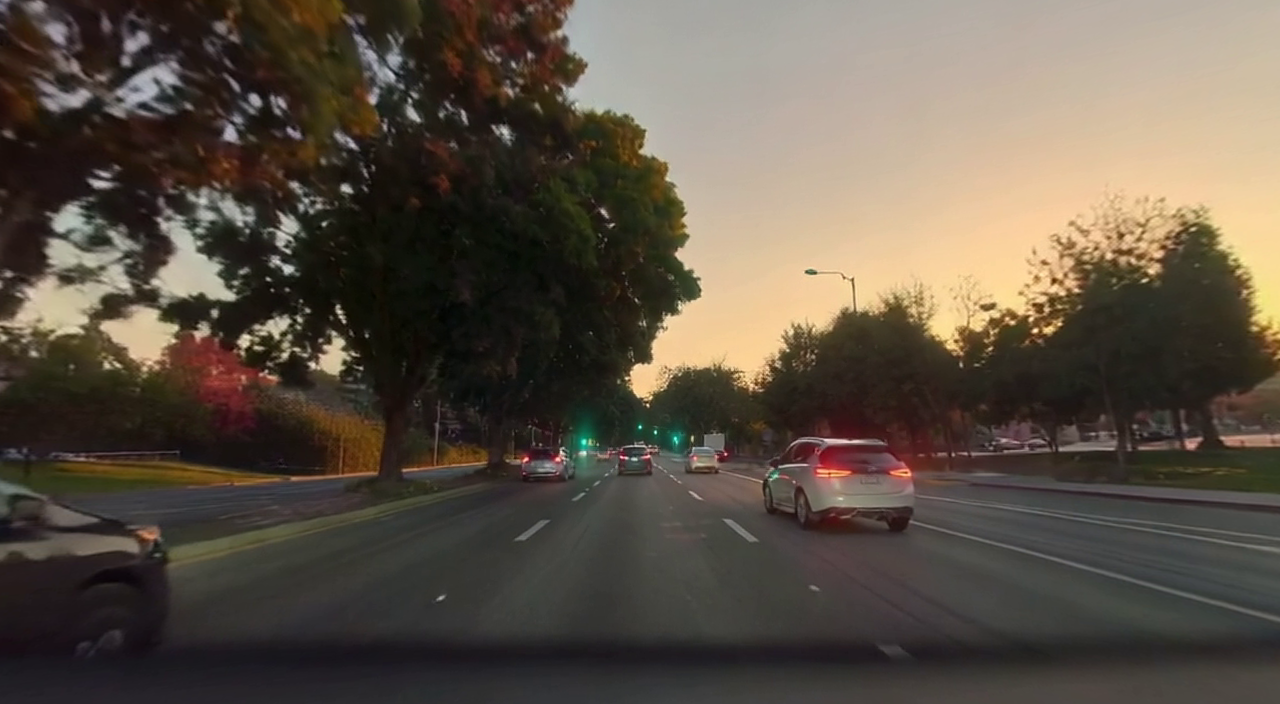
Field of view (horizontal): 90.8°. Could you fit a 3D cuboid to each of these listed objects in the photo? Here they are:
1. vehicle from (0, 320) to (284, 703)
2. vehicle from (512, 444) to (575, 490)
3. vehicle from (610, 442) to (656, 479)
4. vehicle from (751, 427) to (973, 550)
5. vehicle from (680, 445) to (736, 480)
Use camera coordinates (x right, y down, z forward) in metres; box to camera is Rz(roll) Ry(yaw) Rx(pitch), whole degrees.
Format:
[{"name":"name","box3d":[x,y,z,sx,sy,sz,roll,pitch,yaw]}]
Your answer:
[{"name":"vehicle","box3d":[-3.735,0.728,1.965,2.352,1.846,4.953,0,-8,0]},{"name":"vehicle","box3d":[-3.651,4.377,24.489,1.823,1.602,4.061,0,-8,0]},{"name":"vehicle","box3d":[-0.373,5.406,31.804,2.150,1.725,4.096,0,-9,-1]},{"name":"vehicle","box3d":[3.434,2.207,10.996,2.069,1.644,4.714,0,-9,-1]},{"name":"vehicle","box3d":[3.178,5.249,30.288,2.068,1.541,4.041,0,-9,-2]}]
